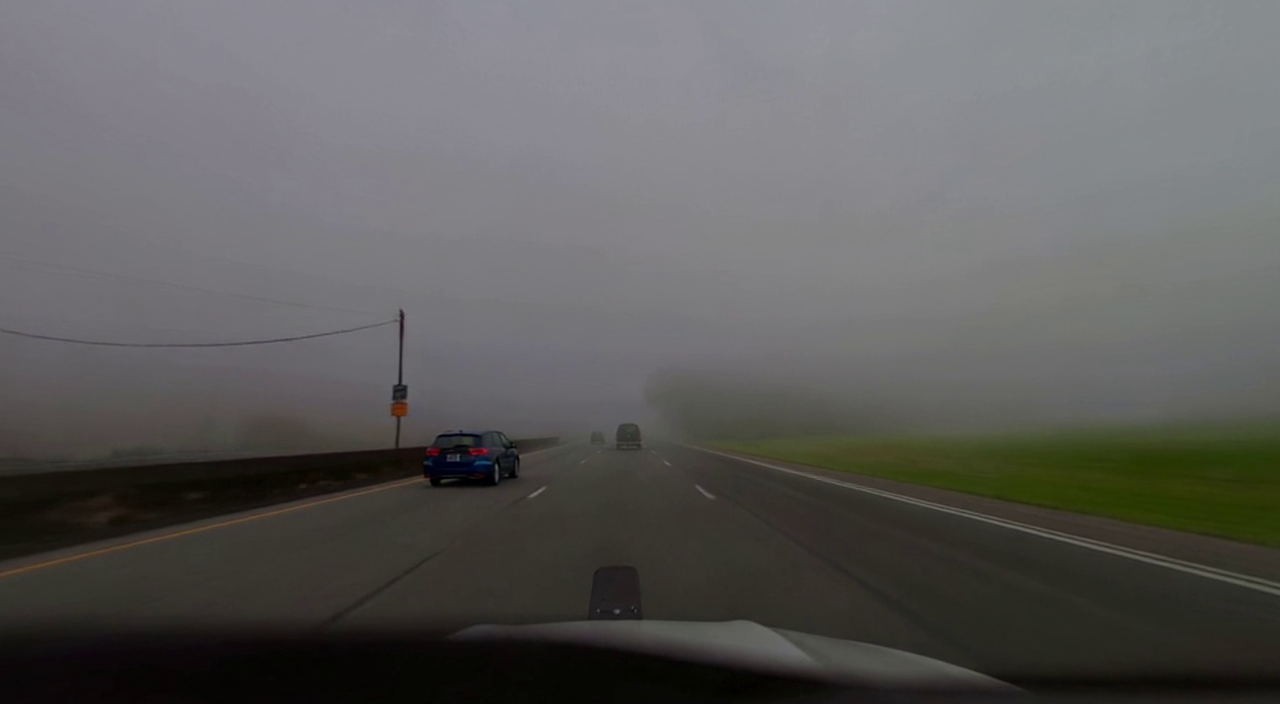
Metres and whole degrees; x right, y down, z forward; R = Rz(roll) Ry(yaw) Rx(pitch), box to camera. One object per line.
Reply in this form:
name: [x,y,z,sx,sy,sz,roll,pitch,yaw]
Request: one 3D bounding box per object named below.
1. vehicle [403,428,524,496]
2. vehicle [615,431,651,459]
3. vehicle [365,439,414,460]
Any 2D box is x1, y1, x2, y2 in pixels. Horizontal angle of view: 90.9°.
vehicle: [-4.317,2.735,16.139,1.931,1.483,4.105,0,-8,0]
vehicle: [-0.449,5.792,39.435,2.162,1.616,4.242,0,-8,-1]
vehicle: [-19.537,7.592,49.342,1.975,1.534,4.443,0,-8,1]
